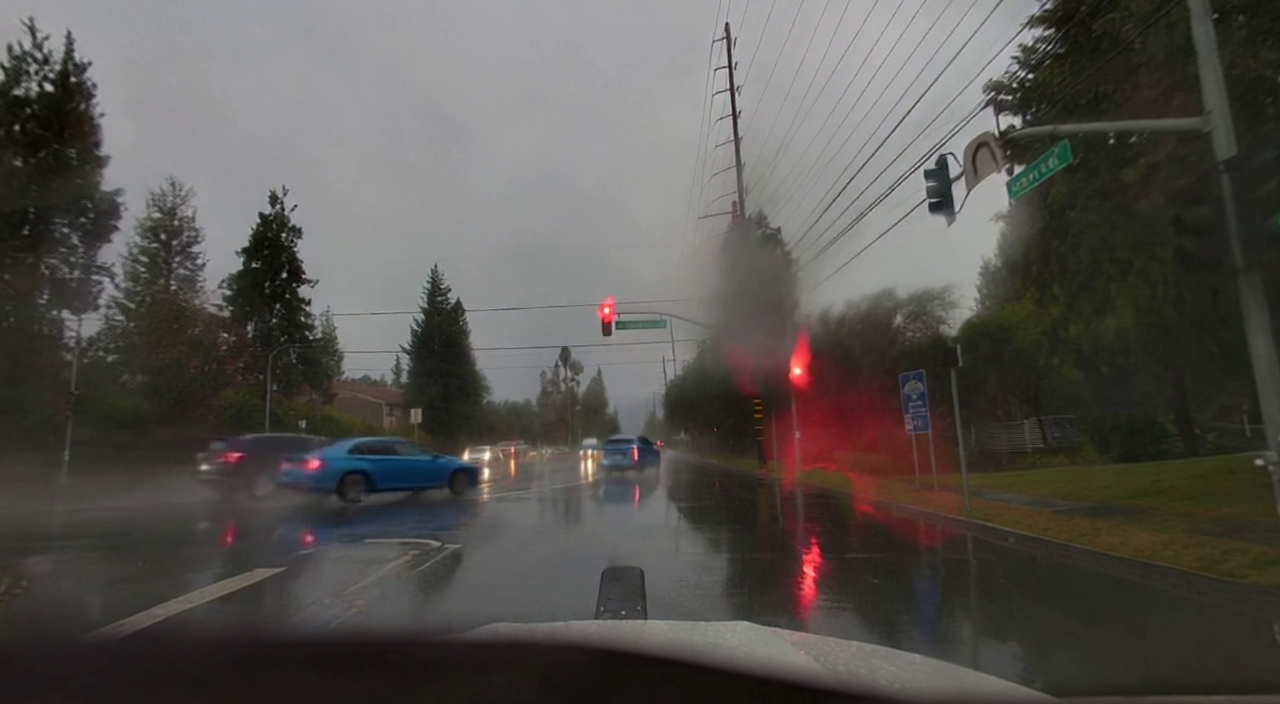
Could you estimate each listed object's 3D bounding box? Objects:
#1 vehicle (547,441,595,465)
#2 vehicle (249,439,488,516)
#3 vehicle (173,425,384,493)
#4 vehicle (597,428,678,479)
[{"bbox_3d":[-4.373,6.507,40.473,1.846,1.446,4.531,-2,-9,10],"label":"vehicle"},{"bbox_3d":[-6.039,2.748,14.413,2.019,1.455,4.529,-8,-12,43],"label":"vehicle"},{"bbox_3d":[-10.549,3.112,18.638,5.044,1.750,1.929,7,-11,-42],"label":"vehicle"},{"bbox_3d":[0.046,4.440,27.739,2.137,1.986,5.930,-2,-9,14],"label":"vehicle"}]
